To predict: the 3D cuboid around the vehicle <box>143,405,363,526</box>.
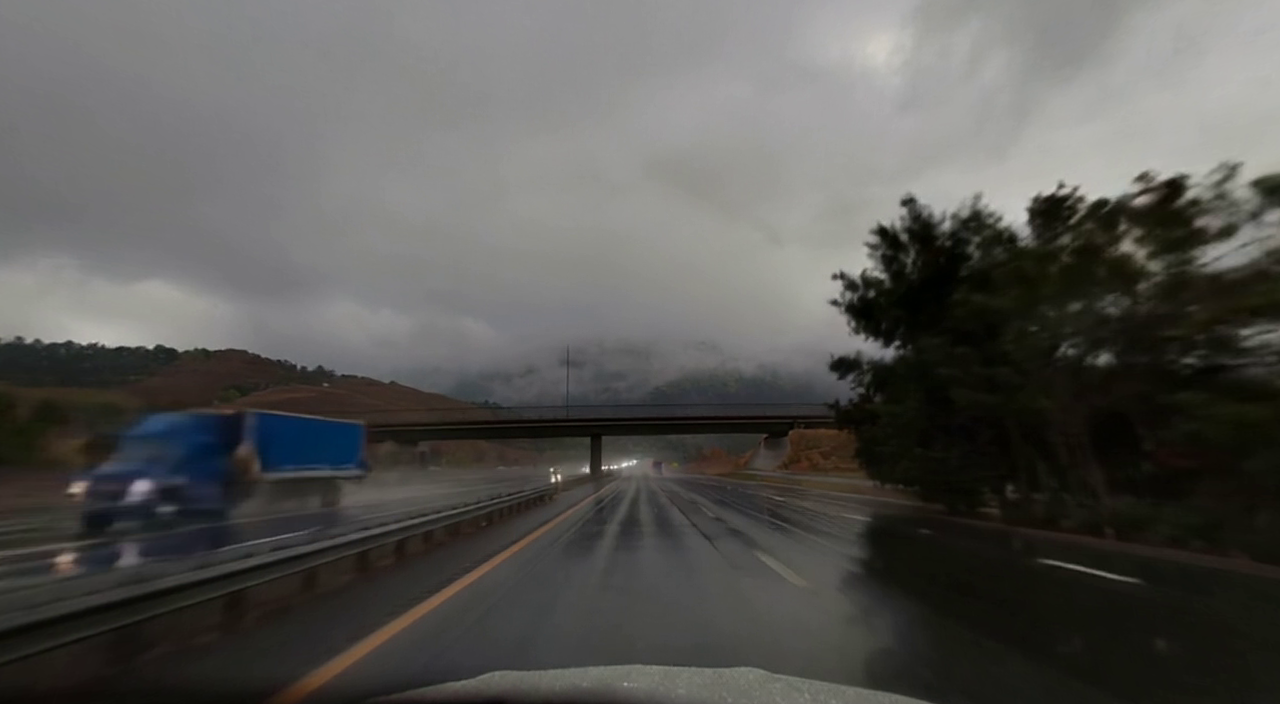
[{"bbox_3d":[-12.892,3.965,22.105,2.833,3.465,7.407,1,-10,0],"label":"vehicle"}]
